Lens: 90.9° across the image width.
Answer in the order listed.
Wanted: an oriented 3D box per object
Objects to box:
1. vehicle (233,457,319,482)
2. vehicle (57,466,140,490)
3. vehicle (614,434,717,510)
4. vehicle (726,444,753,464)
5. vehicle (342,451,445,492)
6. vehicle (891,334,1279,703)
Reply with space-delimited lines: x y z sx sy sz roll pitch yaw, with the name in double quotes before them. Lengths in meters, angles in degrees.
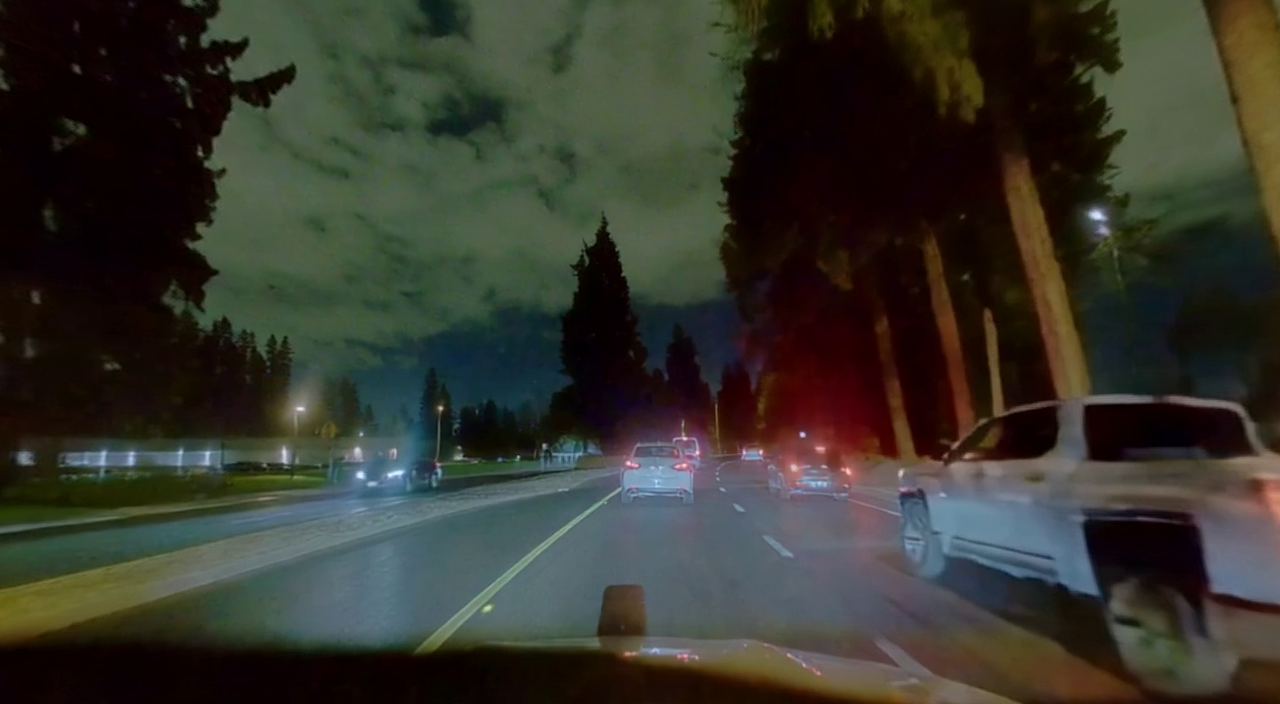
"vehicle" -25.600 8.284 44.400 4.951 1.618 1.952 -1 -8 6
"vehicle" -38.537 8.982 44.937 4.279 1.561 2.022 -1 -8 7
"vehicle" 0.694 2.820 15.321 2.154 1.585 3.997 -1 -8 5
"vehicle" 7.828 7.987 49.585 1.984 1.507 4.359 -2 -8 9
"vehicle" -10.128 4.934 26.434 2.027 1.511 4.711 -1 -8 6
"vehicle" 4.104 1.125 5.143 1.953 1.818 5.299 0 -8 0
